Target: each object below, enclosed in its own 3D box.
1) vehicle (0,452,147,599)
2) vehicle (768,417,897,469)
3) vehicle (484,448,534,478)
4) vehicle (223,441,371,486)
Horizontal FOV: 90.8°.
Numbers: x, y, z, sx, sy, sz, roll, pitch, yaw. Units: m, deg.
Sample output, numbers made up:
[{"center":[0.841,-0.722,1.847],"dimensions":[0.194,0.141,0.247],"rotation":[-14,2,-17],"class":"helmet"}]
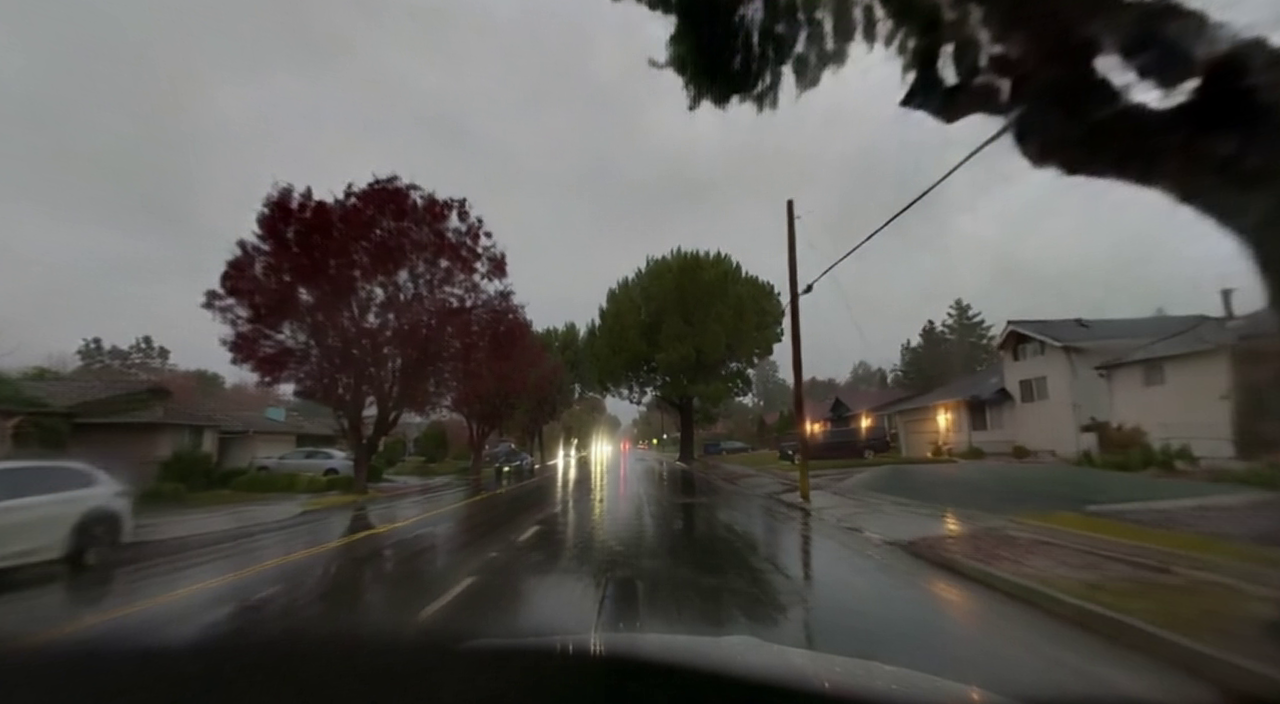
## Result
[{"center":[-7.586,1.824,6.230],"dimensions":[1.919,1.492,4.547],"rotation":[-5,-9,-1],"class":"vehicle"},{"center":[8.885,4.253,29.516],"dimensions":[5.221,1.958,1.992],"rotation":[-4,-8,0],"class":"vehicle"},{"center":[-7.748,6.593,37.767],"dimensions":[1.973,1.500,4.781],"rotation":[-5,-9,-2],"class":"vehicle"},{"center":[-14.339,4.674,26.667],"dimensions":[4.995,1.760,1.988],"rotation":[0,-8,-2],"class":"vehicle"}]
